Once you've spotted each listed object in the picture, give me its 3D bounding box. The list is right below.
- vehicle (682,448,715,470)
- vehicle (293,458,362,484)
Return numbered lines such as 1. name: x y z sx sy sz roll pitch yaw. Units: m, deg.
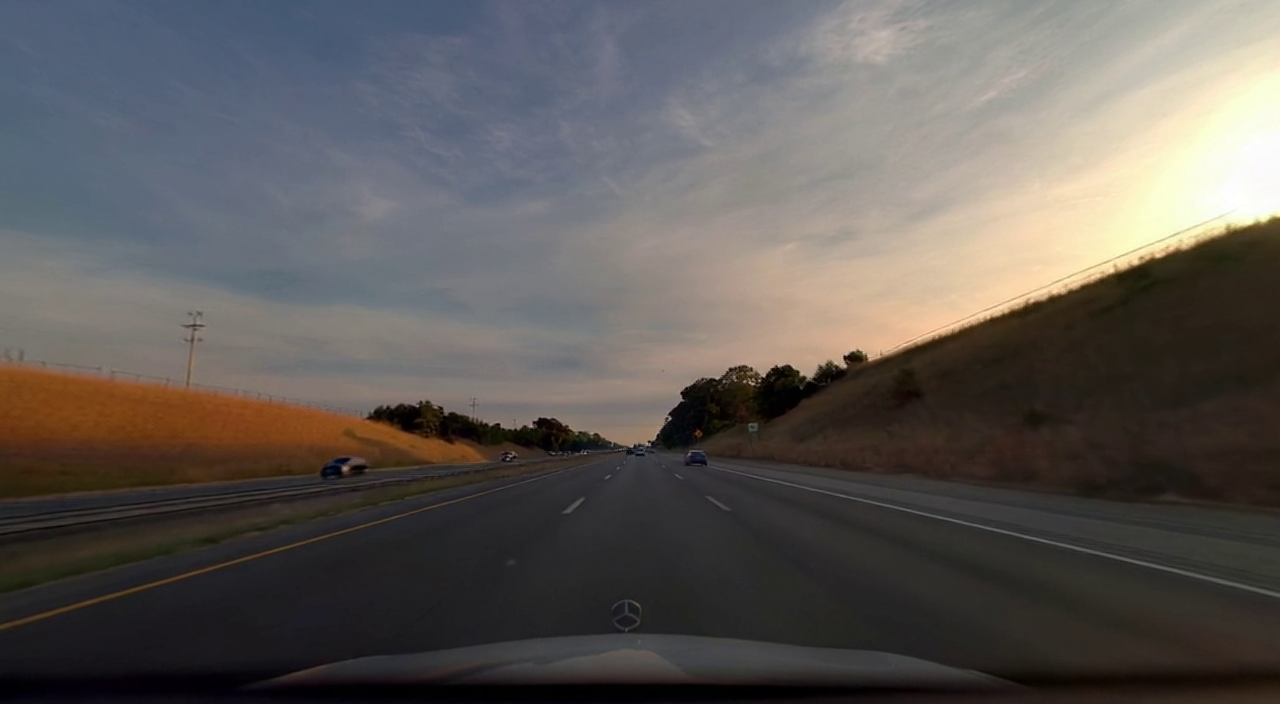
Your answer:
1. vehicle: 4.216 7.803 46.150 1.934 1.498 3.838 0 -9 -2
2. vehicle: -19.874 7.569 40.355 1.992 1.434 4.625 0 -9 1
